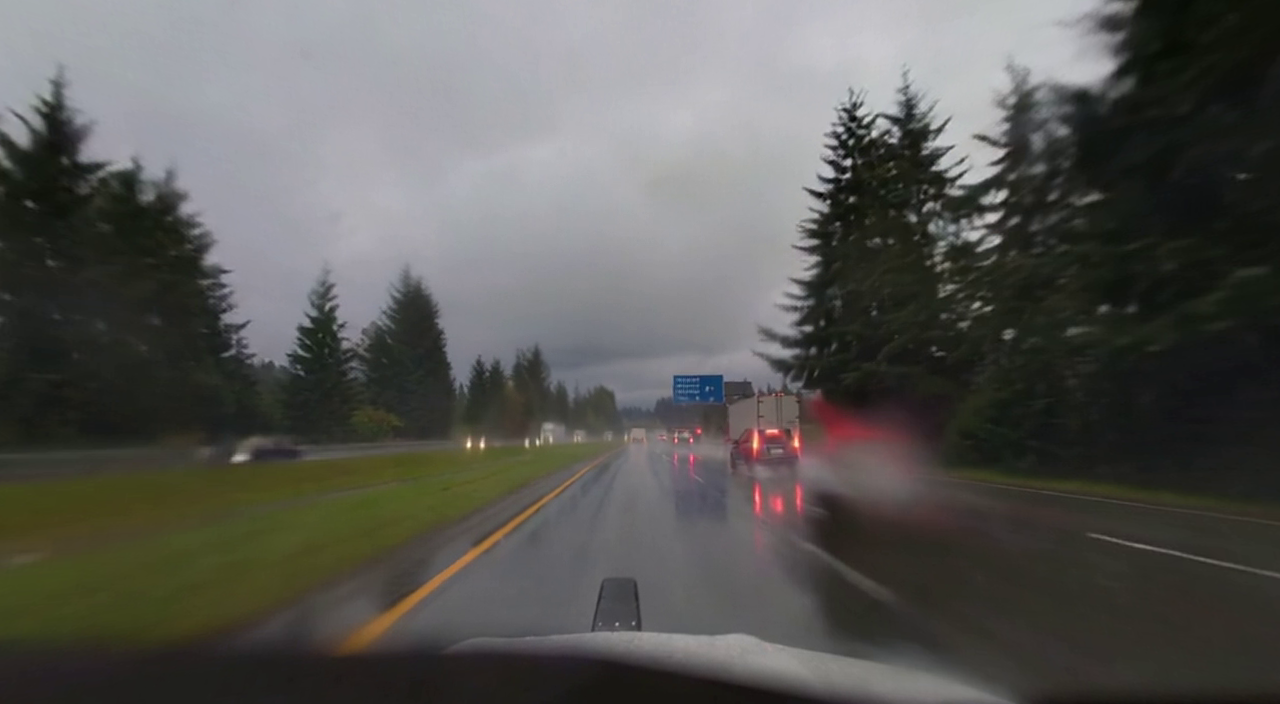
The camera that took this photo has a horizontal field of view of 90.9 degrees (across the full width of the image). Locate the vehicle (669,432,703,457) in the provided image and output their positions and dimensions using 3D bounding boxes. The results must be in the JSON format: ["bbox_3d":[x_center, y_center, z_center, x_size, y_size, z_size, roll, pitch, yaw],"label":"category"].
[{"bbox_3d":[3.306,6.727,46.079,2.011,1.672,4.415,0,-8,-2],"label":"vehicle"}]

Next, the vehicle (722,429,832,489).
[{"bbox_3d":[3.766,3.013,18.203,1.986,1.501,4.529,0,-8,-2],"label":"vehicle"}]

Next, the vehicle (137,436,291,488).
[{"bbox_3d":[-13.116,3.369,19.806,1.755,1.420,4.471,0,-8,0],"label":"vehicle"}]
